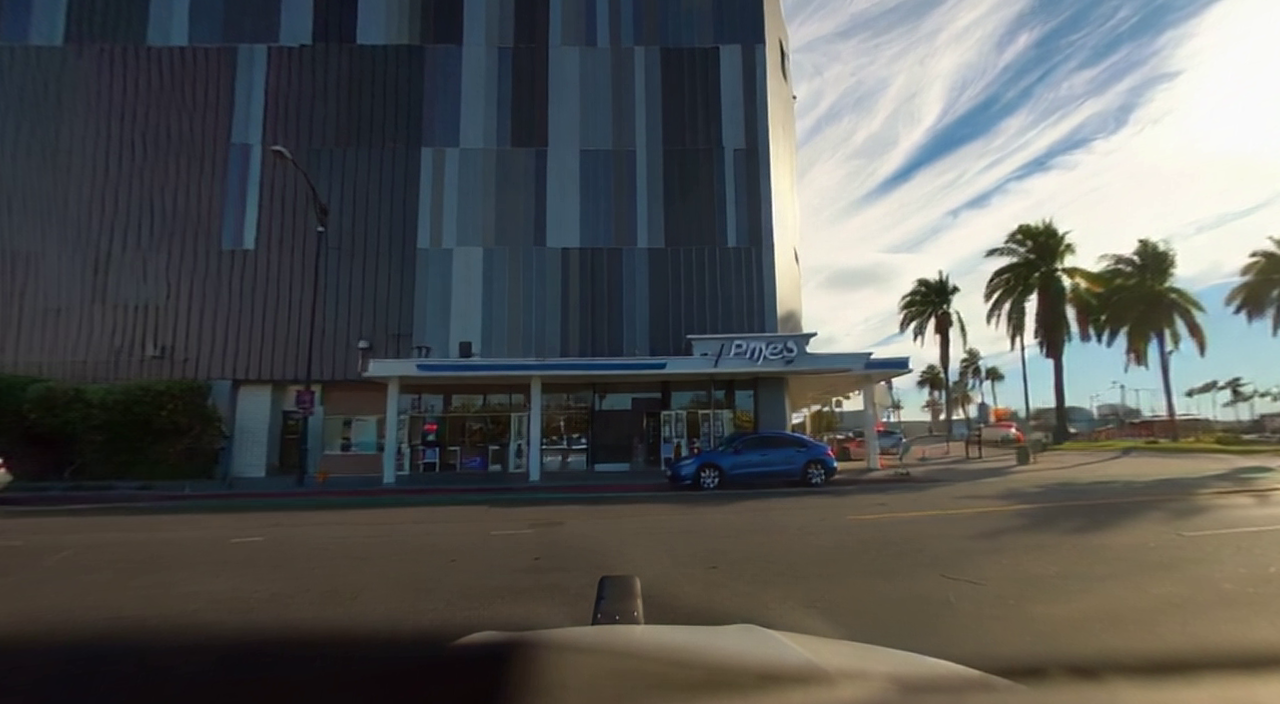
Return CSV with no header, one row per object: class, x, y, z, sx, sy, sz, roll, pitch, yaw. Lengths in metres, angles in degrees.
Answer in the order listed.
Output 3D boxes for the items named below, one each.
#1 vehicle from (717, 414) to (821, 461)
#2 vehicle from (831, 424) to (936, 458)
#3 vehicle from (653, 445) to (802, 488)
vehicle,7.533,5.021,36.901,5.524,2.504,2.196,4,-8,-14
vehicle,17.760,6.484,46.148,7.026,2.329,2.545,3,-7,-17
vehicle,3.015,3.908,21.840,4.782,1.371,1.763,3,-9,-18
